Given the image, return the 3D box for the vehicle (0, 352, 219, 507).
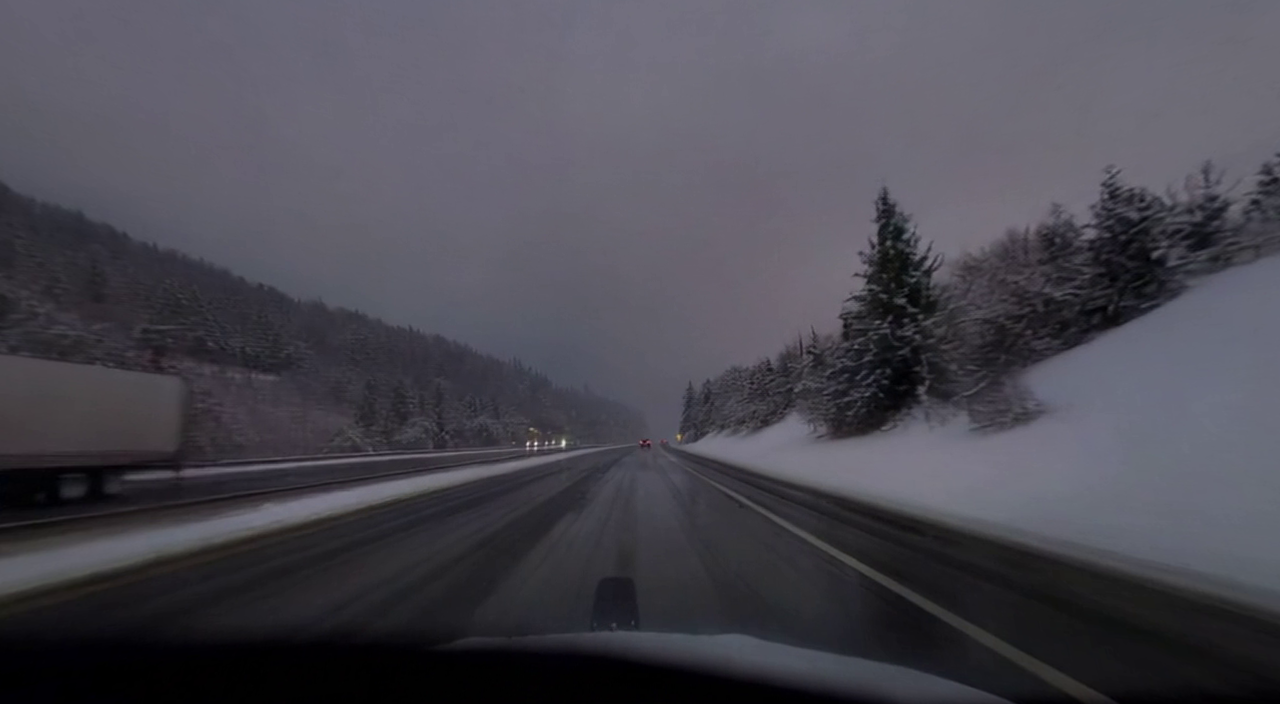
[{"bbox_3d":[-17.767,2.557,20.087,2.813,3.963,8.093,-1,-8,1],"label":"vehicle"}]
